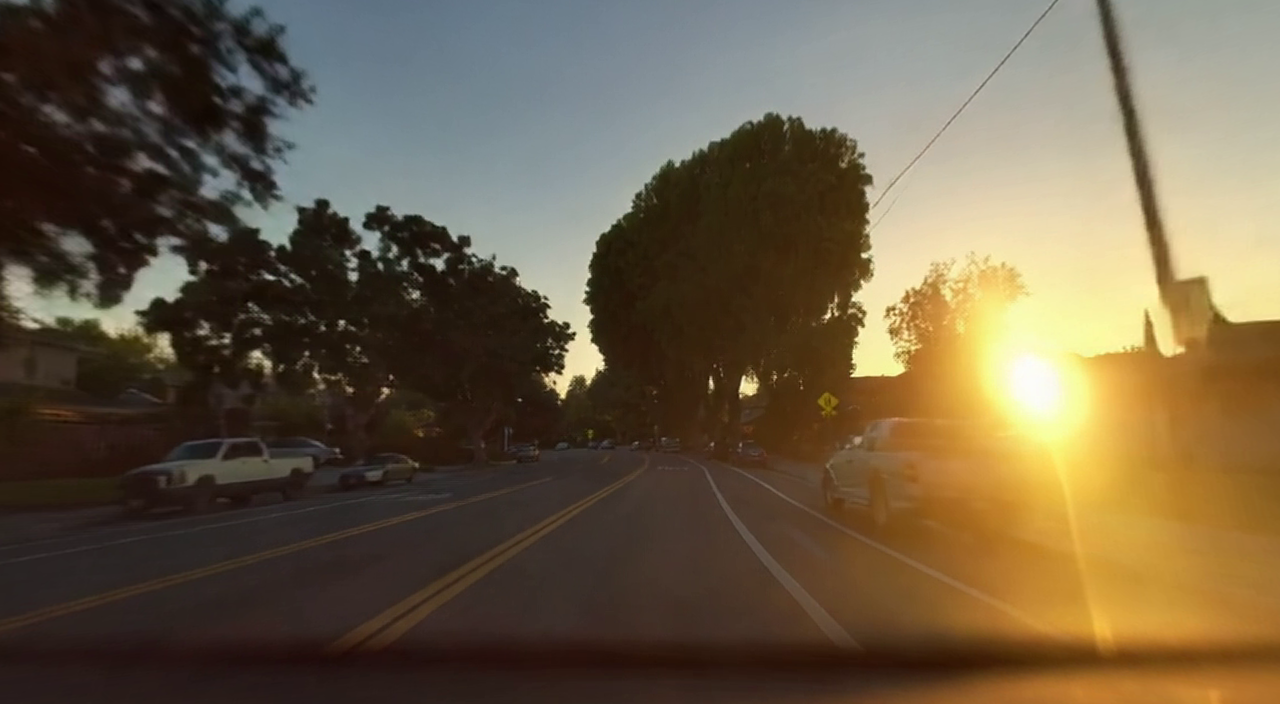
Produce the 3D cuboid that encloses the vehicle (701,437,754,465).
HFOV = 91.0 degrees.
[{"bbox_3d":[6.522,7.491,47.841,2.402,1.889,6.910,4,-9,-5],"label":"vehicle"}]

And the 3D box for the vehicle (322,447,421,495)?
[{"bbox_3d":[-10.178,4.498,24.174,1.967,1.488,4.216,-5,-9,-1],"label":"vehicle"}]

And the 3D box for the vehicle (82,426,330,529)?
[{"bbox_3d":[-10.695,3.109,16.279,2.450,1.998,5.367,-5,-9,3],"label":"vehicle"}]

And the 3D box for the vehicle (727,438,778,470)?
[{"bbox_3d":[7.138,6.533,40.581,1.954,1.732,6.409,4,-8,-1],"label":"vehicle"}]

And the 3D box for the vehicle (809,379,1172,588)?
[{"bbox_3d":[4.753,1.910,10.350,2.574,2.156,6.672,2,-8,4],"label":"vehicle"}]
